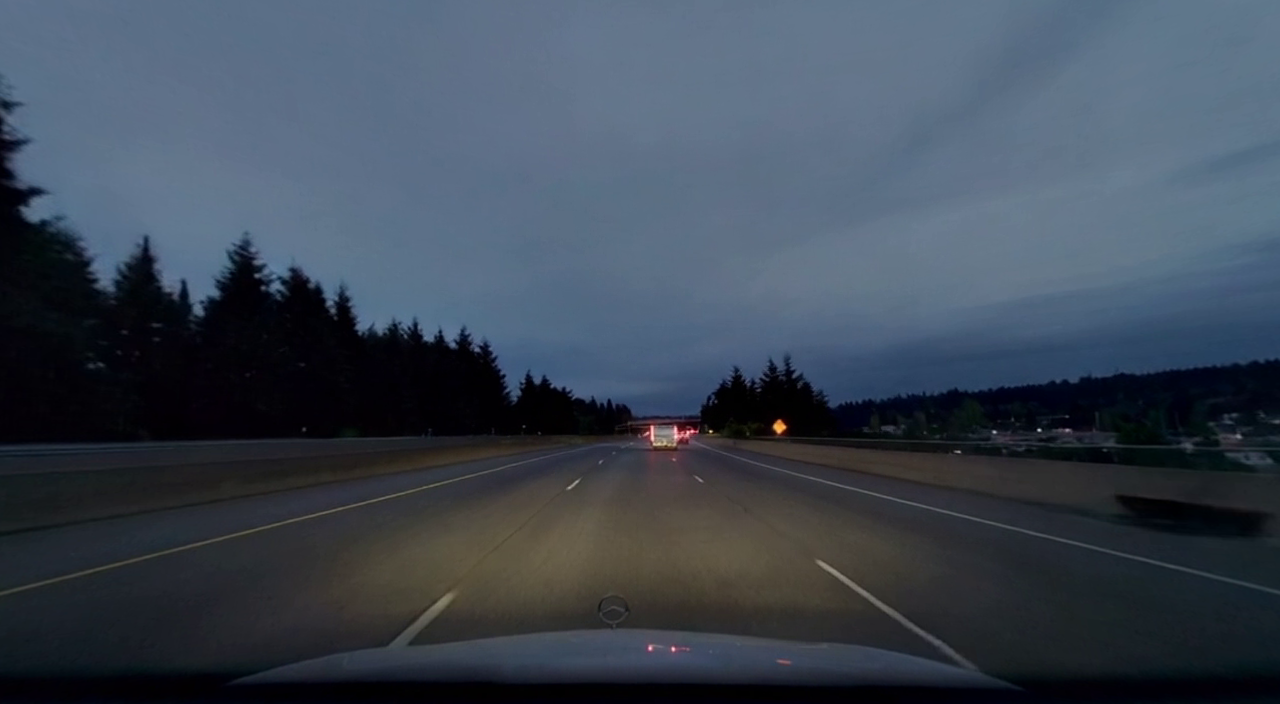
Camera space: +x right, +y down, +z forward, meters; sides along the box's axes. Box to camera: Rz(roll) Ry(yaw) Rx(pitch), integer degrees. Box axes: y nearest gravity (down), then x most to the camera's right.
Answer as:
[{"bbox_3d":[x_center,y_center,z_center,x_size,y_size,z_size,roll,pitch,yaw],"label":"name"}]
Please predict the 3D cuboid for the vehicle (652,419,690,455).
[{"bbox_3d":[2.077,5.845,43.471,2.450,2.314,4.753,0,-8,2],"label":"vehicle"}]
